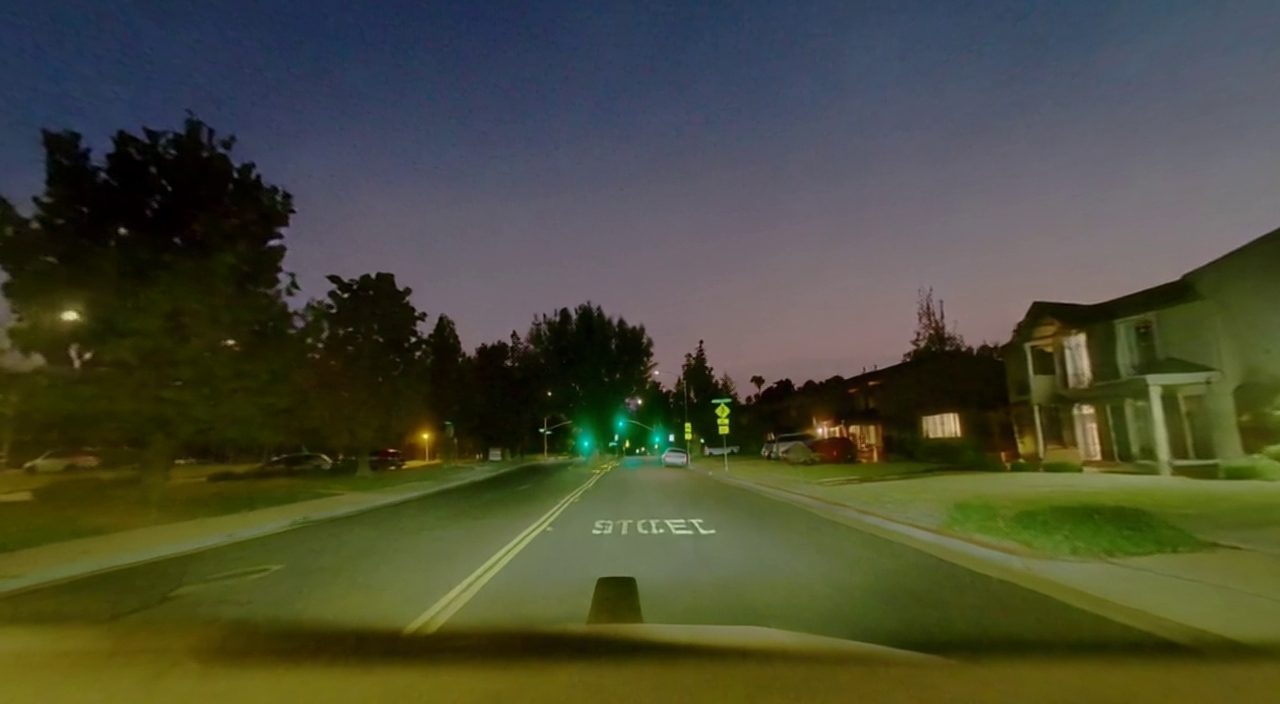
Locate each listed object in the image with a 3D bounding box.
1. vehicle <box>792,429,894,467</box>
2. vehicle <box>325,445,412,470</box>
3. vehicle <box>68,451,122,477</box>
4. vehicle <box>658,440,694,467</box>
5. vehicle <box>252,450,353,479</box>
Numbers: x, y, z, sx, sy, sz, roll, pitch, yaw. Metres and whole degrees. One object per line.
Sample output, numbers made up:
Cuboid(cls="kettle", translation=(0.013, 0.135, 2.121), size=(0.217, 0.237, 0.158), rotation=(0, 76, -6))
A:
Cuboid(cls="vehicle", translation=(10.917, 5.192, 34.172), size=(4.750, 1.658, 1.902), rotation=(-4, -9, 0))
Cuboid(cls="vehicle", translation=(-19.963, 7.736, 46.648), size=(2.059, 1.746, 5.388), rotation=(-8, -12, 42))
Cuboid(cls="vehicle", translation=(-36.545, 7.476, 42.345), size=(4.177, 1.621, 1.965), rotation=(-7, -11, 40))
Cuboid(cls="vehicle", translation=(2.677, 7.685, 48.105), size=(2.221, 1.892, 5.555), rotation=(0, -9, -2))
Cuboid(cls="vehicle", translation=(-19.326, 6.404, 36.324), size=(4.691, 1.483, 1.955), rotation=(8, -12, -44))
